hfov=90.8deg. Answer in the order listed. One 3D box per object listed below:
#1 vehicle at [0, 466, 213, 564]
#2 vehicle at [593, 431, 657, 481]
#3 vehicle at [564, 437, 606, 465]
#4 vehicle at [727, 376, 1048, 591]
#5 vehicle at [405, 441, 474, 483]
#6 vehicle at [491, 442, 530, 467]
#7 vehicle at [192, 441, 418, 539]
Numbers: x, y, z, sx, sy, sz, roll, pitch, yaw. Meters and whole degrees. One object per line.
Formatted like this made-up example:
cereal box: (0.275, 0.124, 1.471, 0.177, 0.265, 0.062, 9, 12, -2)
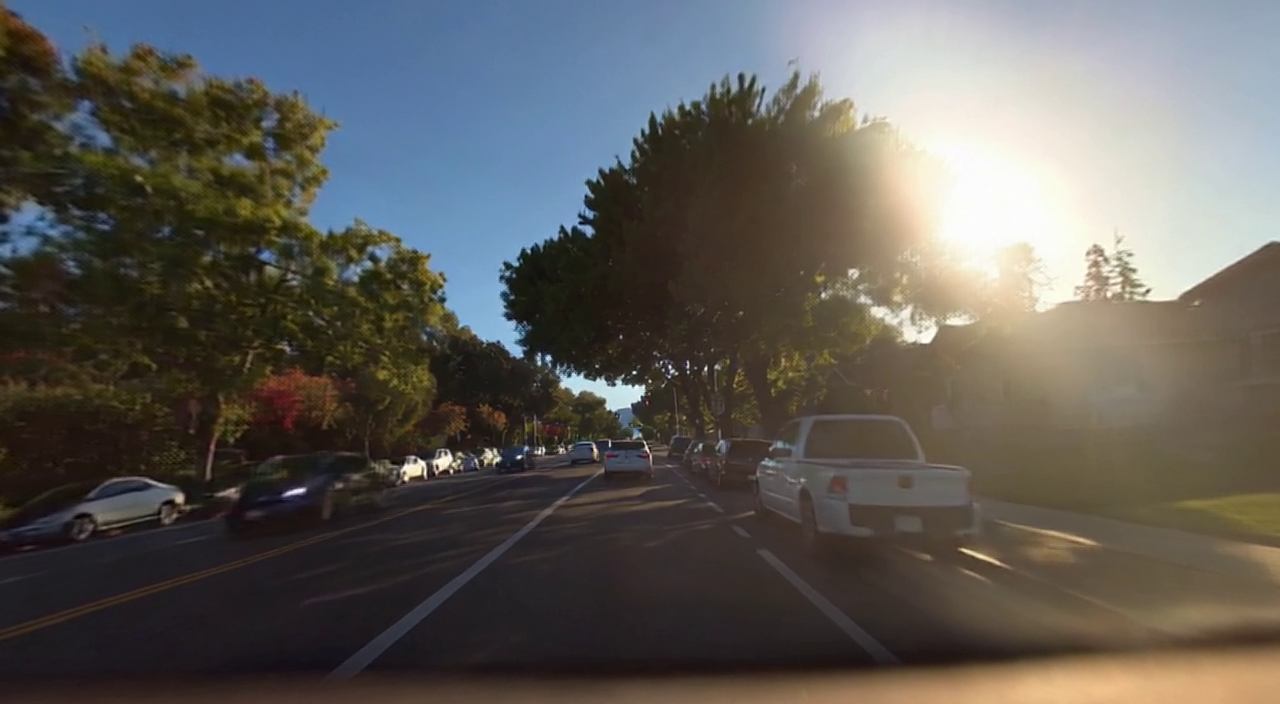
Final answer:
vehicle: (-12.088, 3.446, 13.945, 2.047, 1.497, 4.949, -4, -8, -2)
vehicle: (-0.488, 3.641, 22.453, 2.041, 1.575, 4.304, 0, -8, 0)
vehicle: (-3.099, 5.667, 36.412, 2.117, 1.528, 4.277, 0, -8, -1)
vehicle: (2.504, 1.477, 7.929, 2.119, 1.884, 4.567, 0, -8, 0)
vehicle: (-12.208, 6.690, 38.870, 2.264, 2.010, 5.742, -5, -7, 0)
vehicle: (-9.213, 7.311, 45.190, 1.918, 1.648, 4.163, 0, -8, 0)
vehicle: (-6.404, 2.627, 12.920, 1.998, 1.518, 4.817, -2, -8, 0)
